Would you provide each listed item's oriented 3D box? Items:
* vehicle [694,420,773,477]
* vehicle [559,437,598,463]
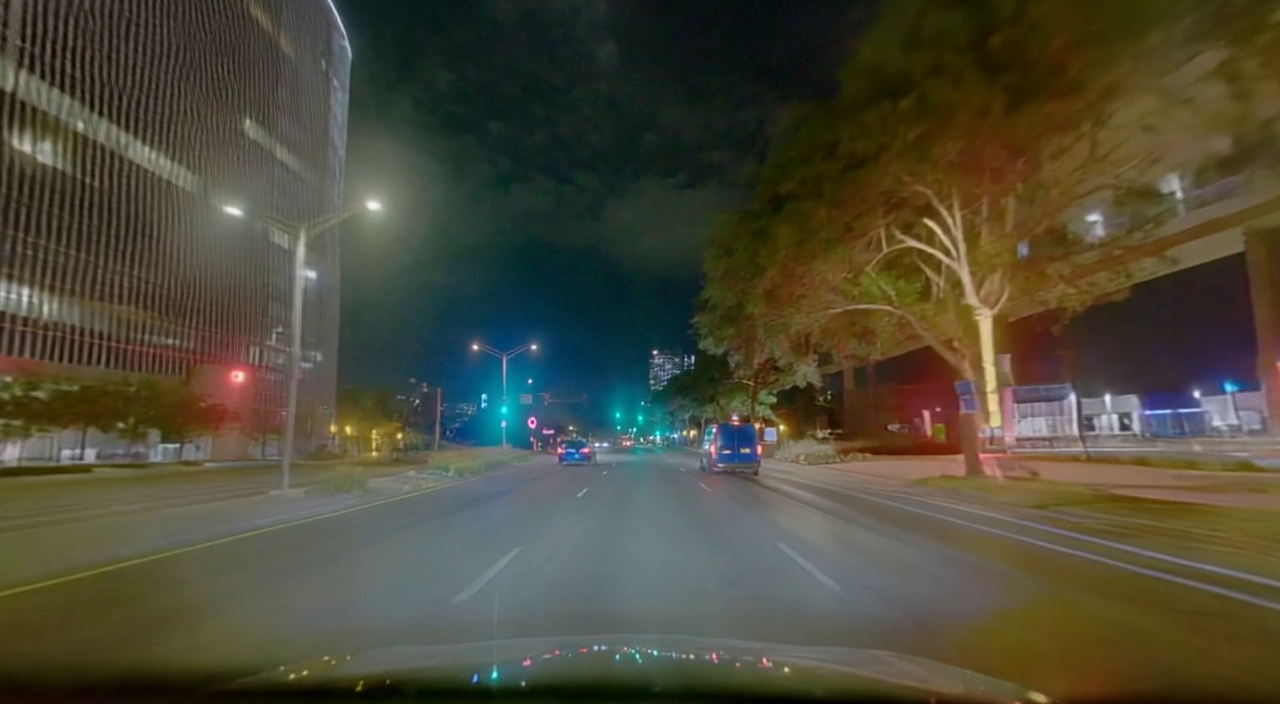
[{"bbox_3d":[3.417,3.683,24.099,2.200,1.914,5.145,0,-8,0],"label":"vehicle"},{"bbox_3d":[-3.651,5.850,37.819,1.864,1.464,4.195,0,-8,1],"label":"vehicle"}]
